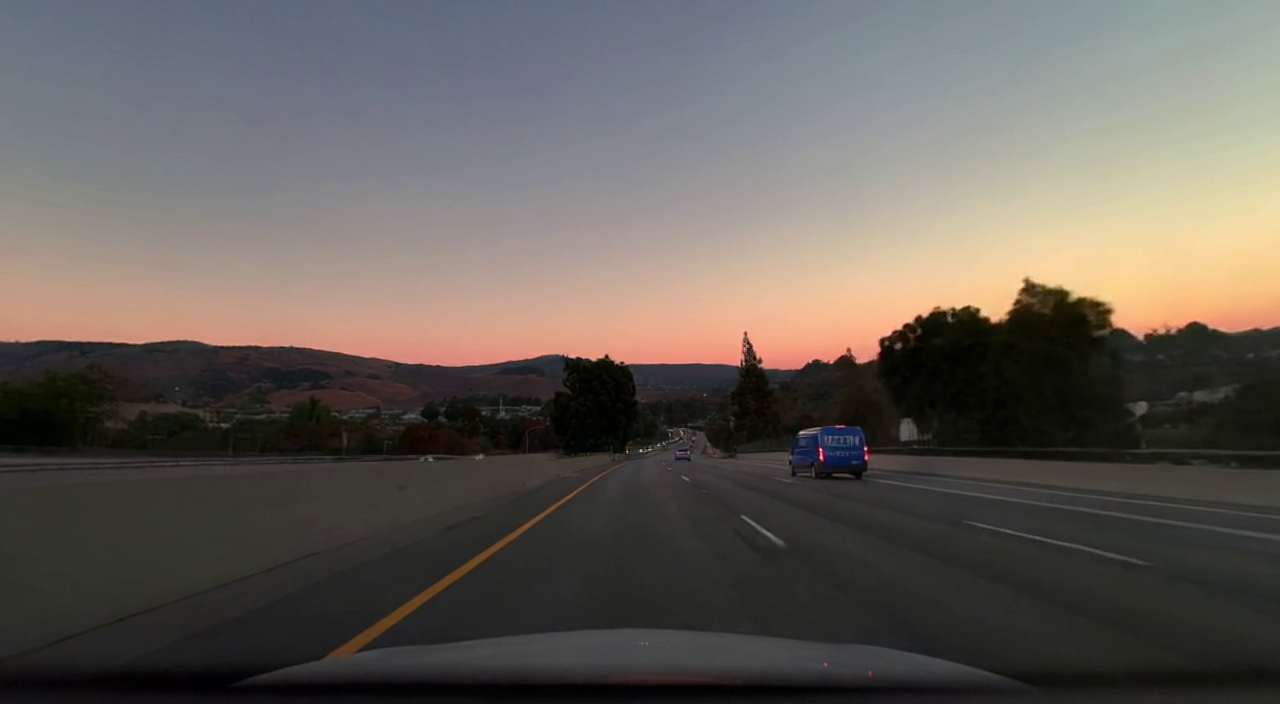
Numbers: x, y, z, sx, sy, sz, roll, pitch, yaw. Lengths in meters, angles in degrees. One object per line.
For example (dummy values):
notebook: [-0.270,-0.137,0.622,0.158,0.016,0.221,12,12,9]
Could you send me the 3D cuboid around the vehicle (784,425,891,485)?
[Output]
vehicle: [7.434,3.940,24.502,2.275,2.059,5.543,0,-8,-1]
